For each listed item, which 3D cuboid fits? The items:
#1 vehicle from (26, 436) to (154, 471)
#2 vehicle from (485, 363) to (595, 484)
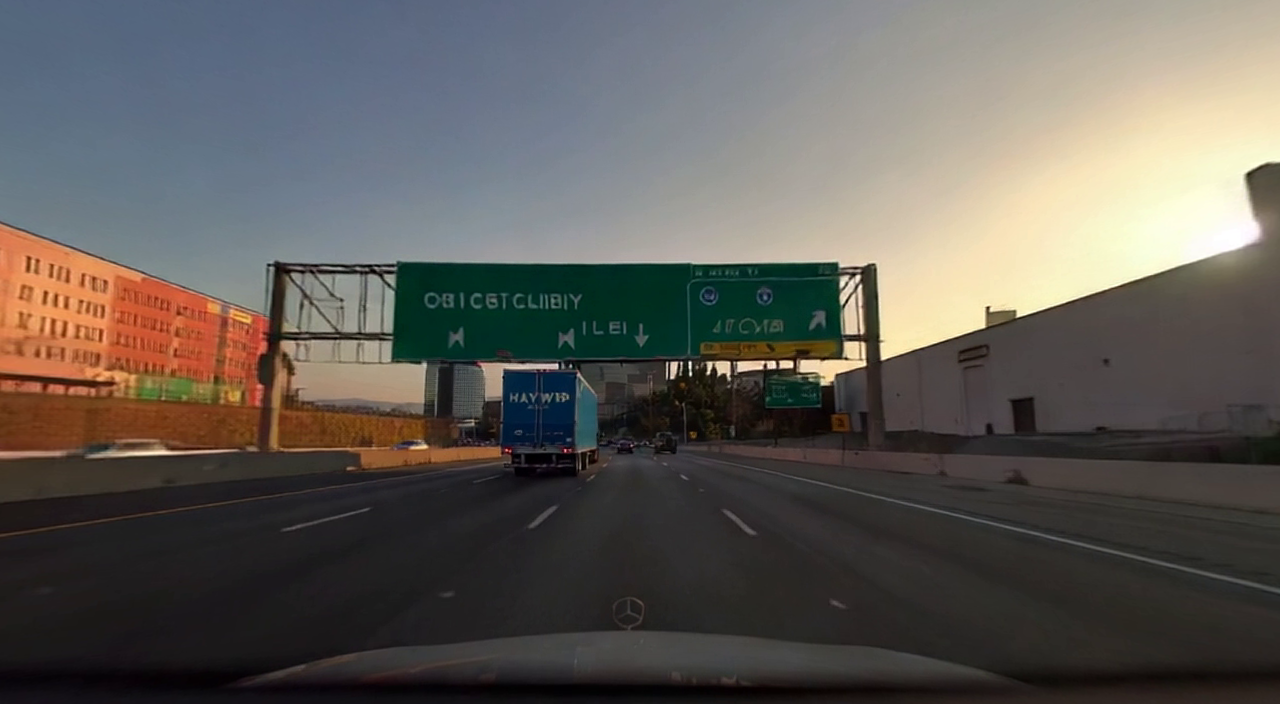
[{"bbox_3d":[-25.821,4.779,29.888,1.807,1.531,4.576,0,-8,2],"label":"vehicle"},{"bbox_3d":[-3.746,2.946,26.142,2.977,4.048,8.890,2,-6,0],"label":"vehicle"}]
